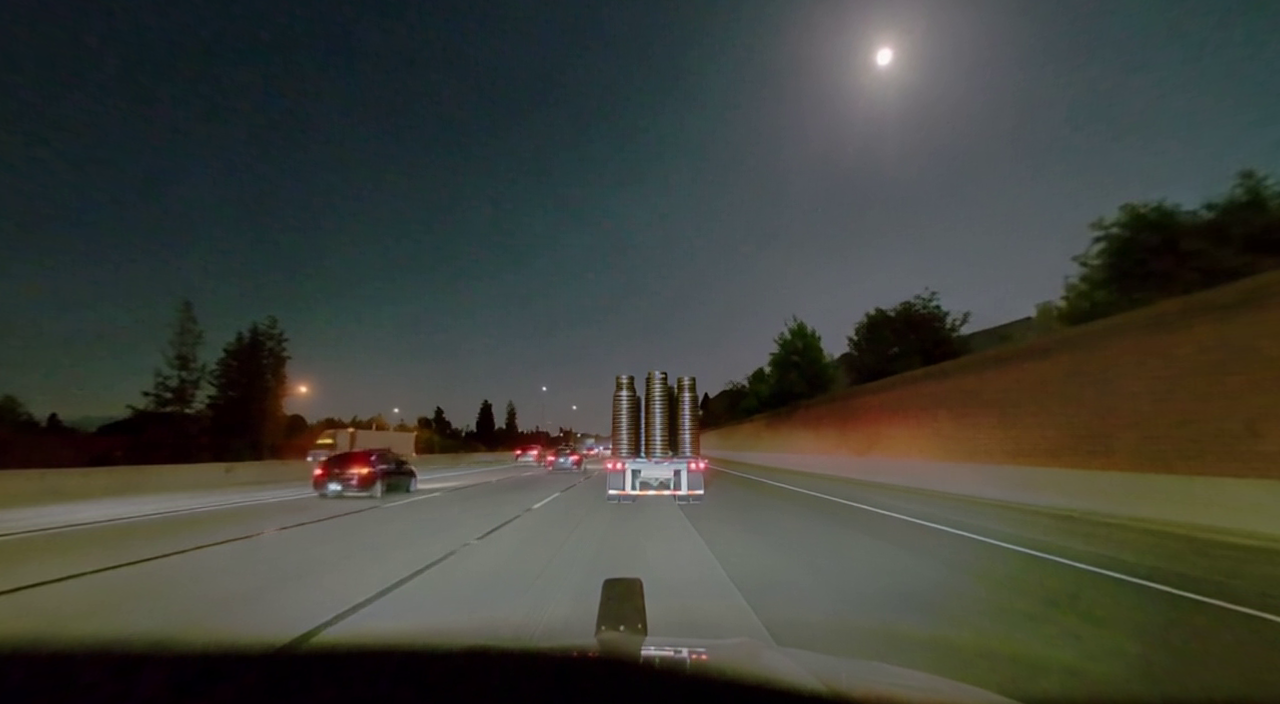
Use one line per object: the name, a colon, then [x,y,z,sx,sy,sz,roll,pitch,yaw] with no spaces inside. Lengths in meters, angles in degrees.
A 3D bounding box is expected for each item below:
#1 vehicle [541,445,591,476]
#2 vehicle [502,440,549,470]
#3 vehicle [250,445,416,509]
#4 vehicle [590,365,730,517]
vehicle: [-3.723,5.522,32.470,1.974,1.475,4.538,0,-8,1]
vehicle: [-7.560,6.864,42.179,2.164,1.874,5.004,0,-8,1]
vehicle: [-7.903,3.228,16.870,2.006,1.458,4.700,0,-8,1]
vehicle: [0.424,2.397,16.986,2.798,3.071,8.412,0,-8,0]
